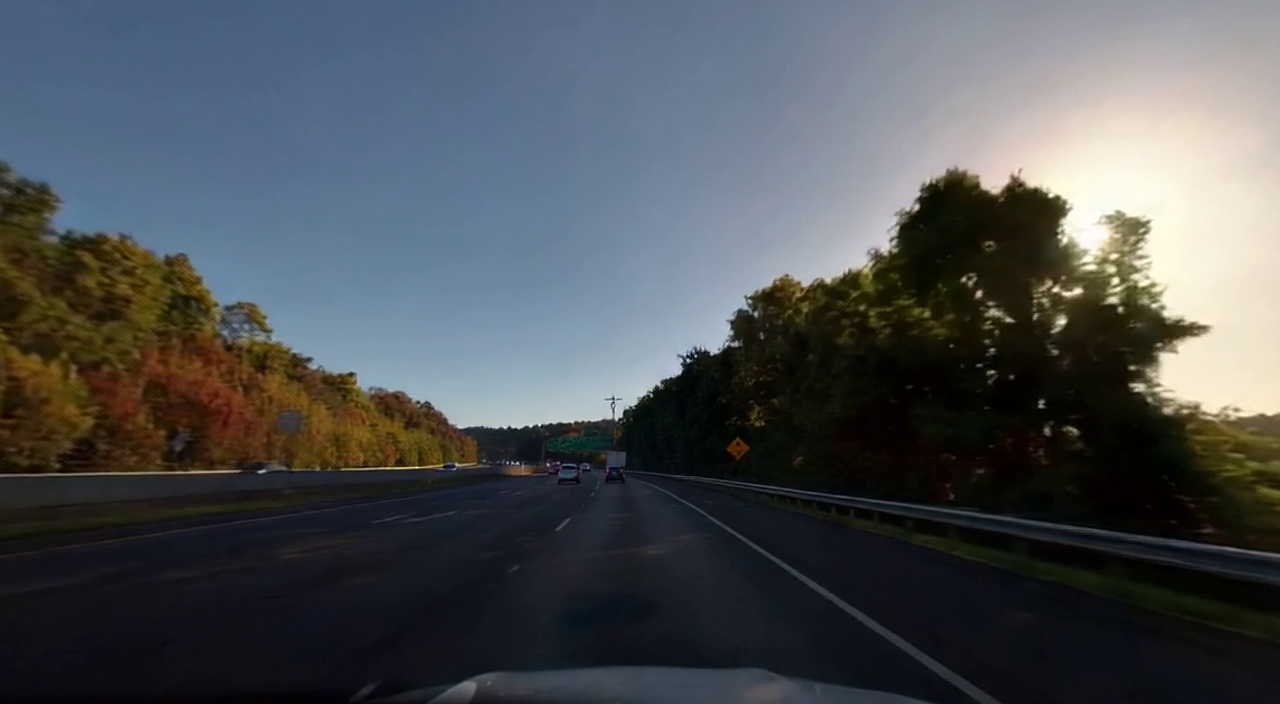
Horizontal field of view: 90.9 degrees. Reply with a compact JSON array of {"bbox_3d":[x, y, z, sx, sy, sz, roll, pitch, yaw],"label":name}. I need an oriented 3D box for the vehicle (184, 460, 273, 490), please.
[{"bbox_3d":[-21.994,6.605,33.912,1.847,1.469,4.439,1,-10,-2],"label":"vehicle"}]

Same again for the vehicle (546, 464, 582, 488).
[{"bbox_3d":[-5.237,8.589,43.797,2.115,1.546,4.638,1,-10,-2],"label":"vehicle"}]
